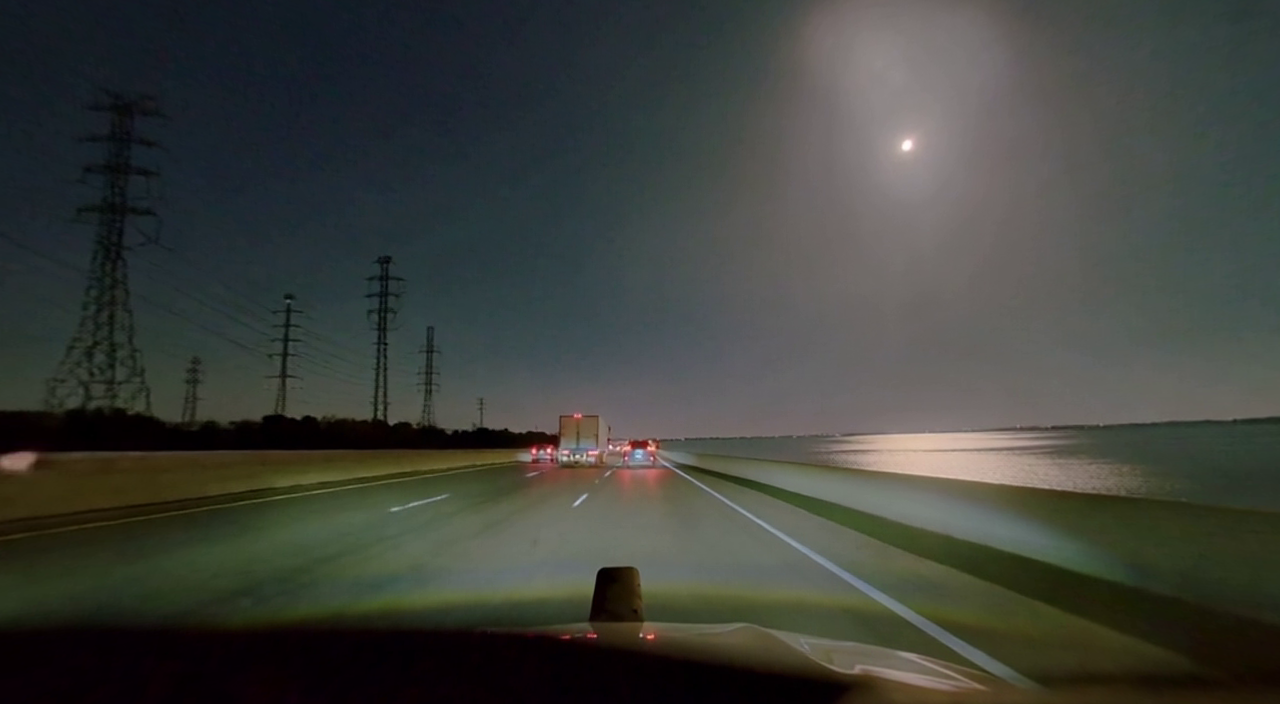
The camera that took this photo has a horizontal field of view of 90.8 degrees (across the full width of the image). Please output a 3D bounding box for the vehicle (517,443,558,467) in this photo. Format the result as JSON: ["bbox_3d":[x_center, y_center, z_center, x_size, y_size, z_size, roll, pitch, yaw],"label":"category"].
[{"bbox_3d":[-7.061,7.116,43.939,2.004,1.545,4.513,0,-8,1],"label":"vehicle"}]

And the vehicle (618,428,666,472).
[{"bbox_3d":[0.124,5.185,33.533,2.358,2.144,4.713,0,-8,1],"label":"vehicle"}]

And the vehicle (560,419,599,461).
[{"bbox_3d":[-3.756,5.526,39.512,2.178,2.522,2.054,0,-8,1],"label":"vehicle"}]
